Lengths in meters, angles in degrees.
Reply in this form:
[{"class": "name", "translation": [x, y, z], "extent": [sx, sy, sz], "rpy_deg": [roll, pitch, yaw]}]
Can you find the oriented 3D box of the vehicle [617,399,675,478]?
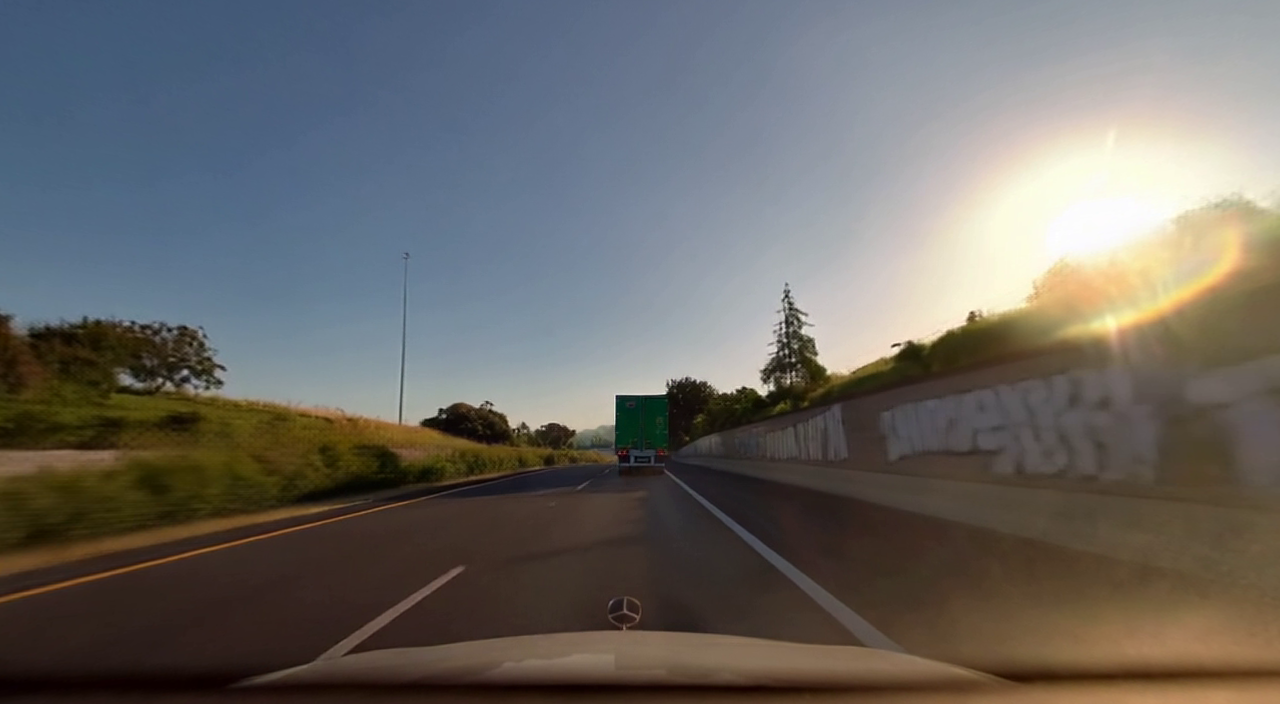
[{"class": "vehicle", "translation": [0.173, 5.112, 36.633], "extent": [2.900, 3.955, 10.151], "rpy_deg": [0, -9, -1]}]
